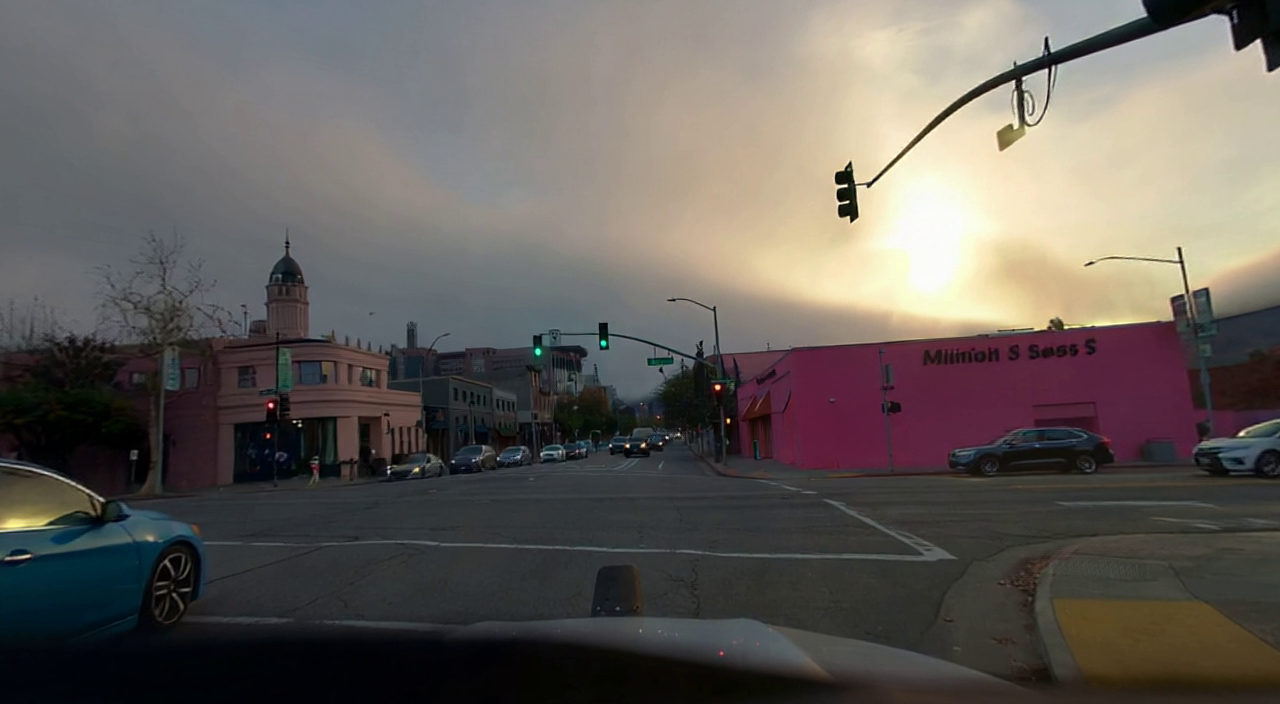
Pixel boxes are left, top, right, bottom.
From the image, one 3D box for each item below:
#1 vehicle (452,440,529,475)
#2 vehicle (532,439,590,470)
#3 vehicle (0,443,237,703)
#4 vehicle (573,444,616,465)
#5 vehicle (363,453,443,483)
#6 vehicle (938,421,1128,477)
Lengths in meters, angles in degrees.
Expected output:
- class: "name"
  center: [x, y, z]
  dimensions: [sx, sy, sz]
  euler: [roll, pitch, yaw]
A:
- class: "vehicle"
  center: [-8.426, 5.976, 36.047]
  dimensions: [2.152, 1.825, 5.406]
  euler: [-2, -9, 12]
- class: "vehicle"
  center: [-4.541, 5.984, 36.861]
  dimensions: [1.928, 1.647, 4.575]
  euler: [-2, -9, 13]
- class: "vehicle"
  center: [-3.670, 0.979, 2.151]
  dimensions: [1.759, 1.325, 4.295]
  euler: [0, -9, 0]
- class: "vehicle"
  center: [-3.103, 7.156, 43.988]
  dimensions: [1.743, 1.362, 4.350]
  euler: [-2, -9, 14]
- class: "vehicle"
  center: [-12.625, 6.173, 33.869]
  dimensions: [1.976, 1.425, 4.567]
  euler: [-1, -9, 9]
- class: "vehicle"
  center: [11.555, 2.892, 18.816]
  dimensions: [4.355, 1.546, 1.820]
  euler: [-1, -9, 6]
